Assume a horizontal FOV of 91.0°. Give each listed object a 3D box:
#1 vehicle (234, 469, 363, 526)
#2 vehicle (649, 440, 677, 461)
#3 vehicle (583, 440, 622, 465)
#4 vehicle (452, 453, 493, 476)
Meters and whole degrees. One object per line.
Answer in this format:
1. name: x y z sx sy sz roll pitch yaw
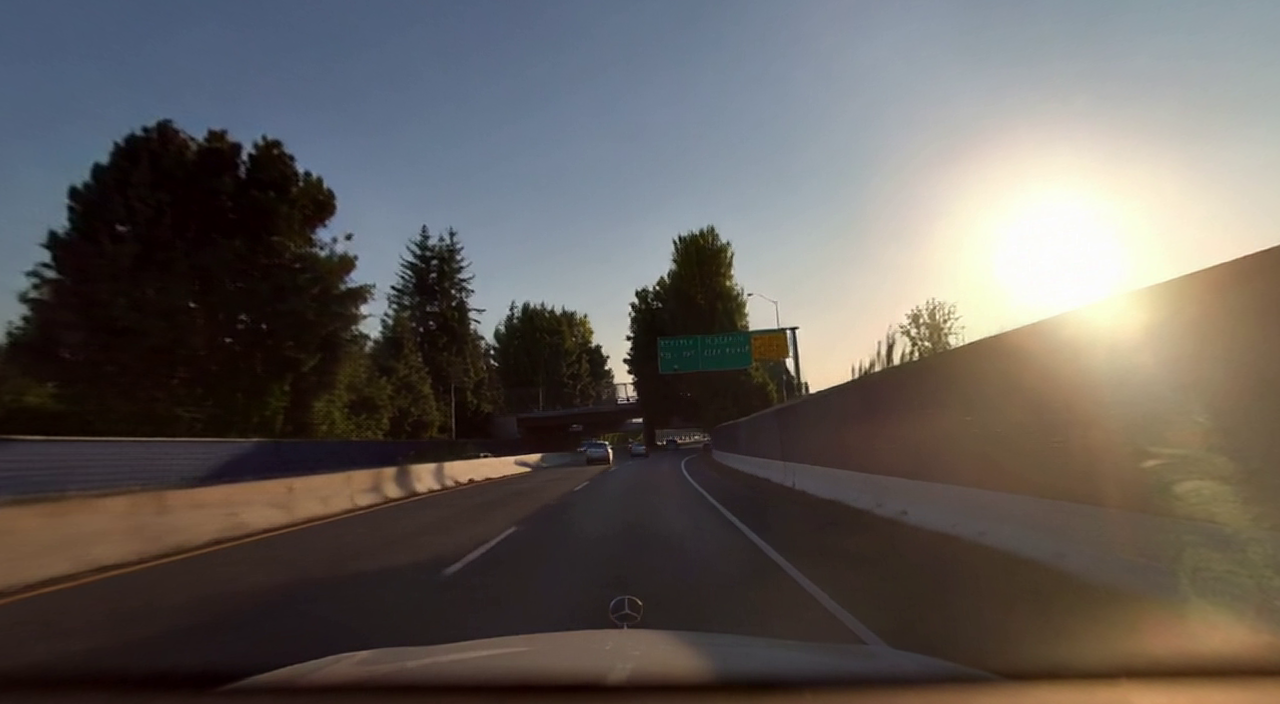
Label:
1. vehicle: -10.546 4.497 19.820 1.758 1.406 4.118 0 -8 0
2. vehicle: 1.857 7.708 49.287 2.077 1.533 3.854 -1 -8 4
3. vehicle: -2.388 6.528 41.029 1.985 1.518 3.847 -1 -8 4
4. vehicle: -12.977 8.711 48.910 1.795 1.604 4.254 -1 -8 3
